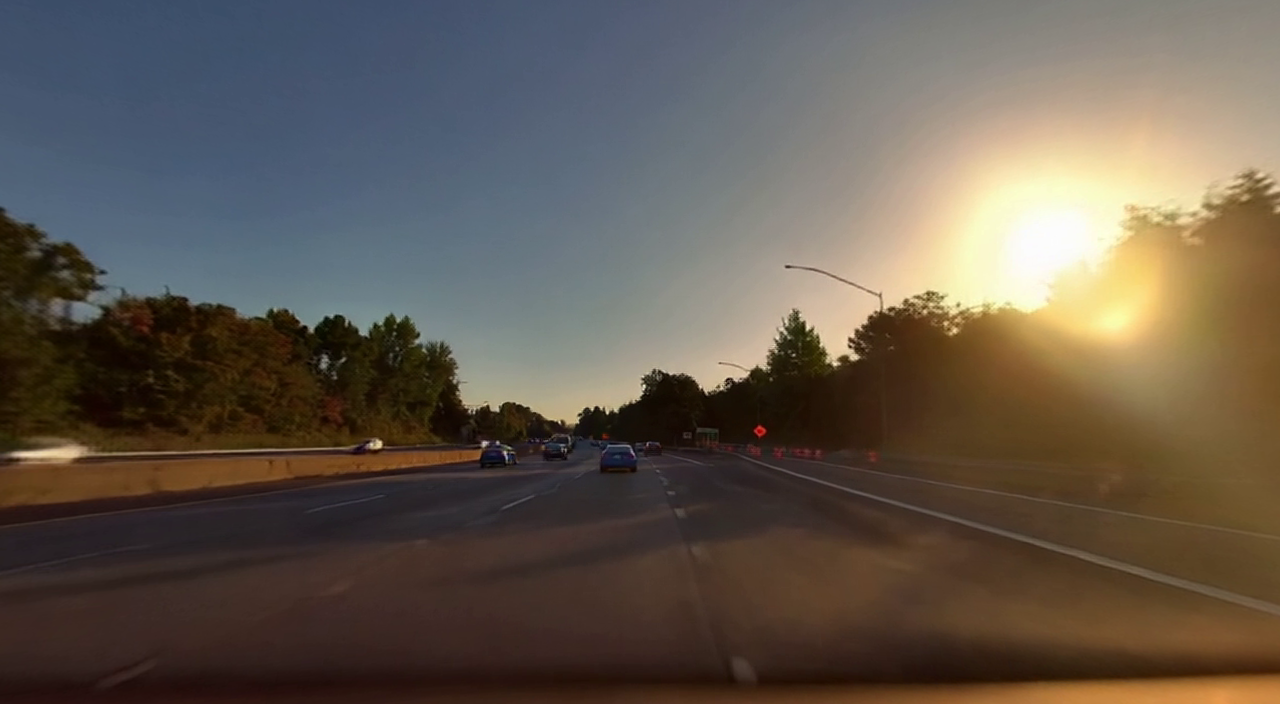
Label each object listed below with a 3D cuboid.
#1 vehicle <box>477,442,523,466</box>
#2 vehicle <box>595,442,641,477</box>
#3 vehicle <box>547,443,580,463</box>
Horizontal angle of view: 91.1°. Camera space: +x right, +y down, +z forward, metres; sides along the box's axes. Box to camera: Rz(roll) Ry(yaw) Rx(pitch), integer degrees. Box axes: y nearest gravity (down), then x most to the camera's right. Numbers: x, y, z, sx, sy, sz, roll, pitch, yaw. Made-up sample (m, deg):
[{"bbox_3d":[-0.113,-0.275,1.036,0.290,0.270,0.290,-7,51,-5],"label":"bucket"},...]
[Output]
[{"bbox_3d":[-8.942,6.515,40.364,1.946,1.472,4.472,0,-8,-1],"label":"vehicle"},{"bbox_3d":[-0.924,4.878,28.952,1.963,1.462,4.681,0,-8,0],"label":"vehicle"},{"bbox_3d":[-5.651,7.459,46.599,1.951,1.439,4.633,0,-8,-1],"label":"vehicle"}]
